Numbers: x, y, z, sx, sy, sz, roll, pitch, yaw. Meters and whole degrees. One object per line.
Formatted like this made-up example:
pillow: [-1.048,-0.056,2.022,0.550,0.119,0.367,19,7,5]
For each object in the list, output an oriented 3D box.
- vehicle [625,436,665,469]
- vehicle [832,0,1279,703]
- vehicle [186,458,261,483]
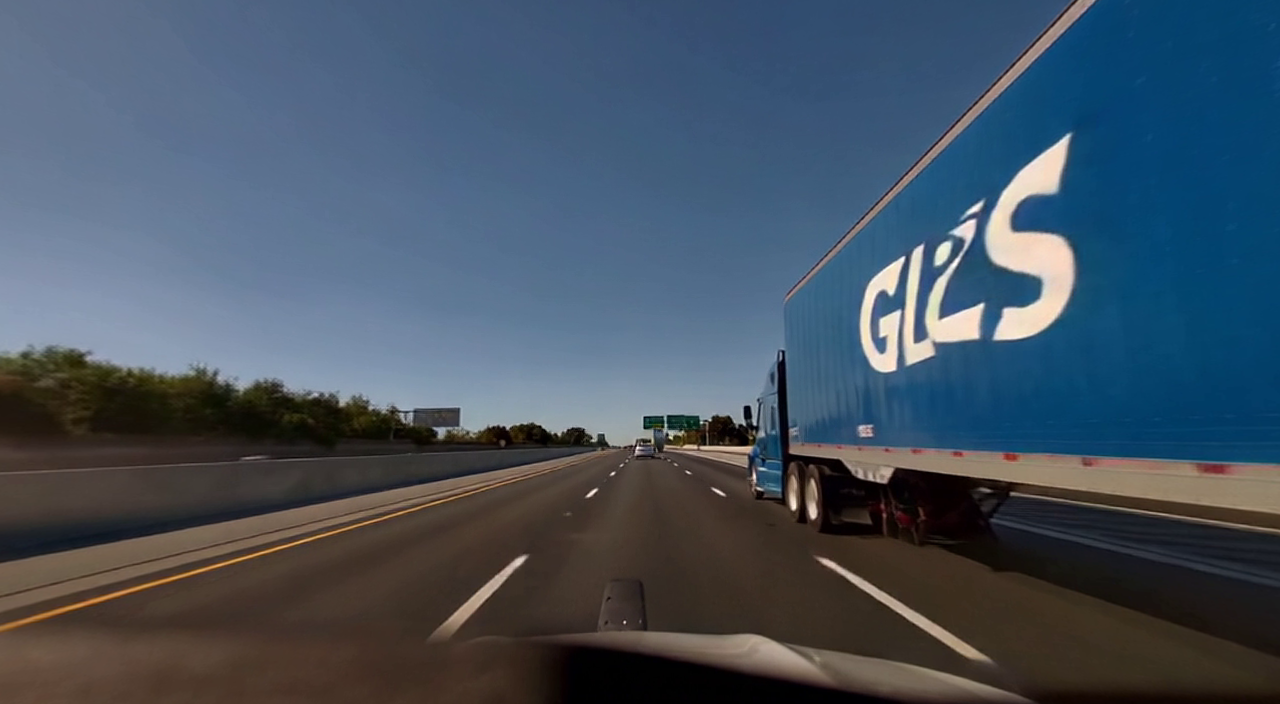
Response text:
vehicle: [0.261,5.461,34.317,2.050,1.654,4.192,0,-8,0]
vehicle: [4.117,-0.218,3.169,3.014,4.068,10.359,0,-8,0]
vehicle: [-28.737,8.177,43.652,1.858,1.531,4.830,0,-8,1]
